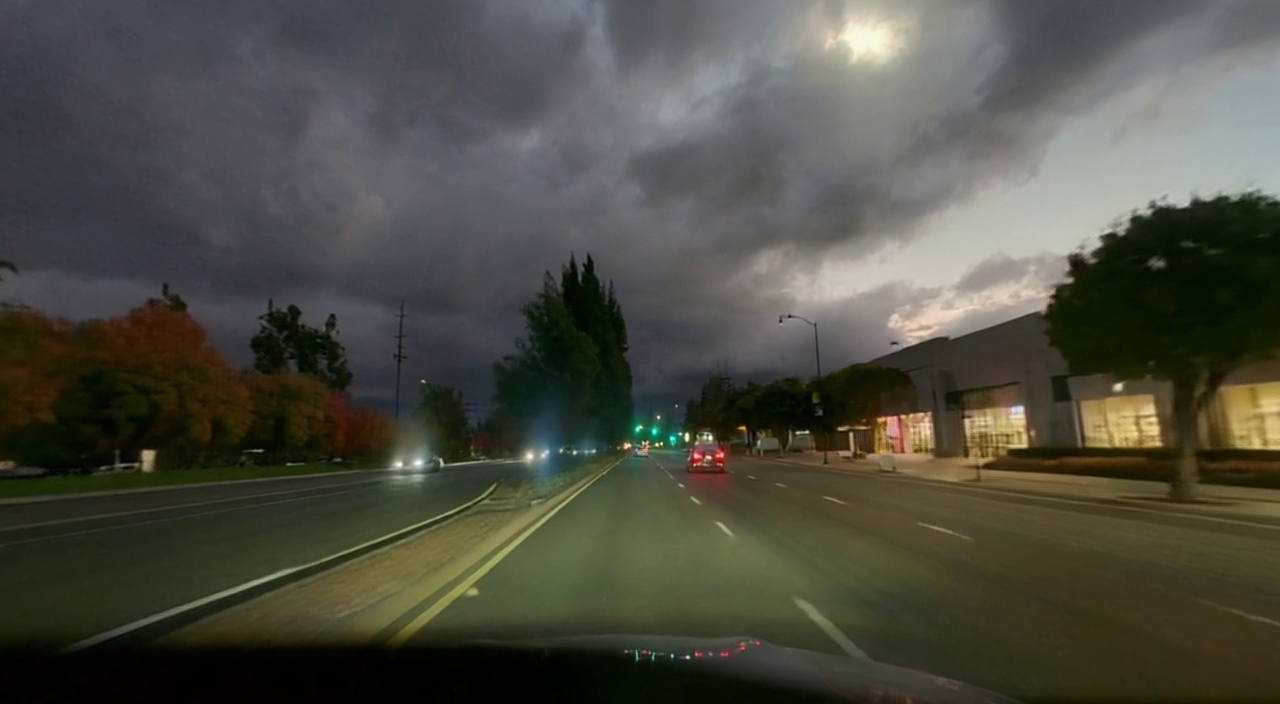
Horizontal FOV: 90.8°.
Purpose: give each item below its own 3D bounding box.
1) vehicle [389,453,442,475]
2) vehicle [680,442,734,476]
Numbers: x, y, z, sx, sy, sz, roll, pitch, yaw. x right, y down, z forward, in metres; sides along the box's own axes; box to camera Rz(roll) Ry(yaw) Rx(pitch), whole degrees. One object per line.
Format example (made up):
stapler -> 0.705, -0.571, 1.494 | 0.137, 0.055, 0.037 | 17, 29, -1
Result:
vehicle -> -15.513, 7.743, 43.852 | 2.000, 1.452, 4.469 | 0, -9, 1
vehicle -> 3.085, 5.067, 30.098 | 1.983, 1.482, 4.463 | 0, -9, -1
